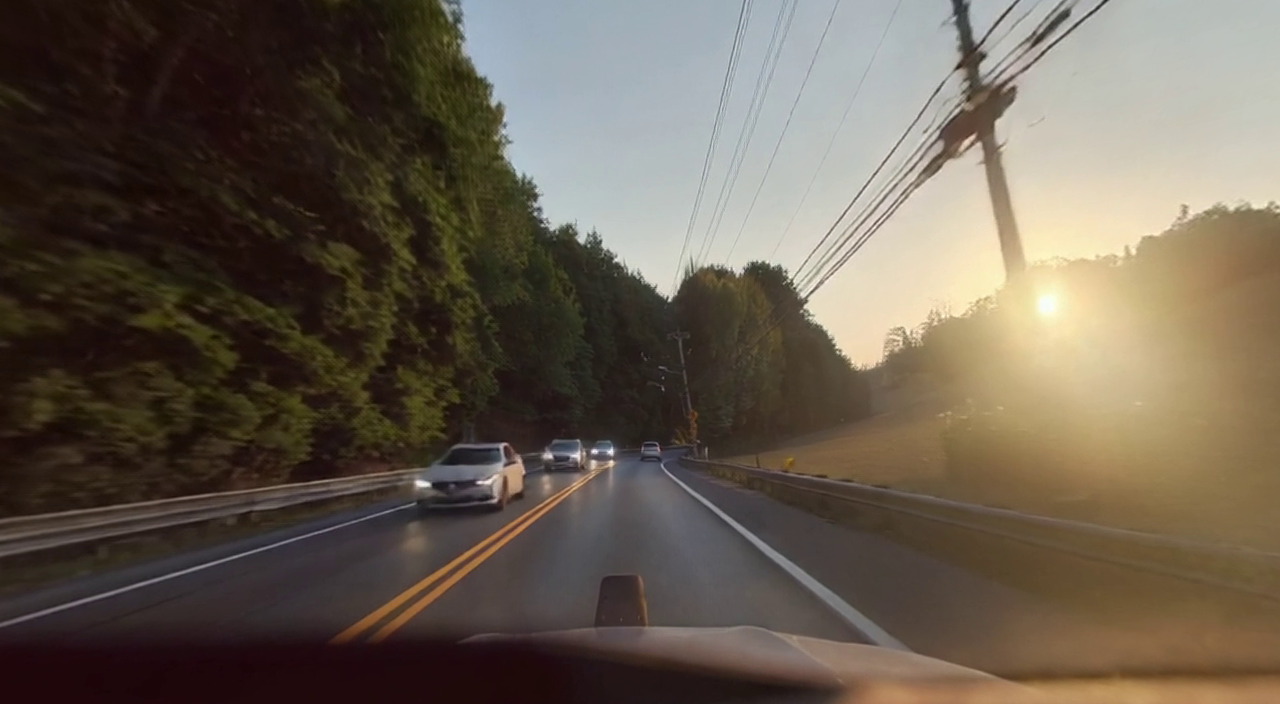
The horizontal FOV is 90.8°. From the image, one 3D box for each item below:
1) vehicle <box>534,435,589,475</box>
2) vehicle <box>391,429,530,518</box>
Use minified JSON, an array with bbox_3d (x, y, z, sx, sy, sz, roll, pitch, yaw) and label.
[{"bbox_3d":[-3.816,5.119,31.579,2.120,1.821,4.650,0,-9,1],"label":"vehicle"},{"bbox_3d":[-3.945,2.732,14.712,2.013,1.743,4.205,0,-9,0],"label":"vehicle"}]
